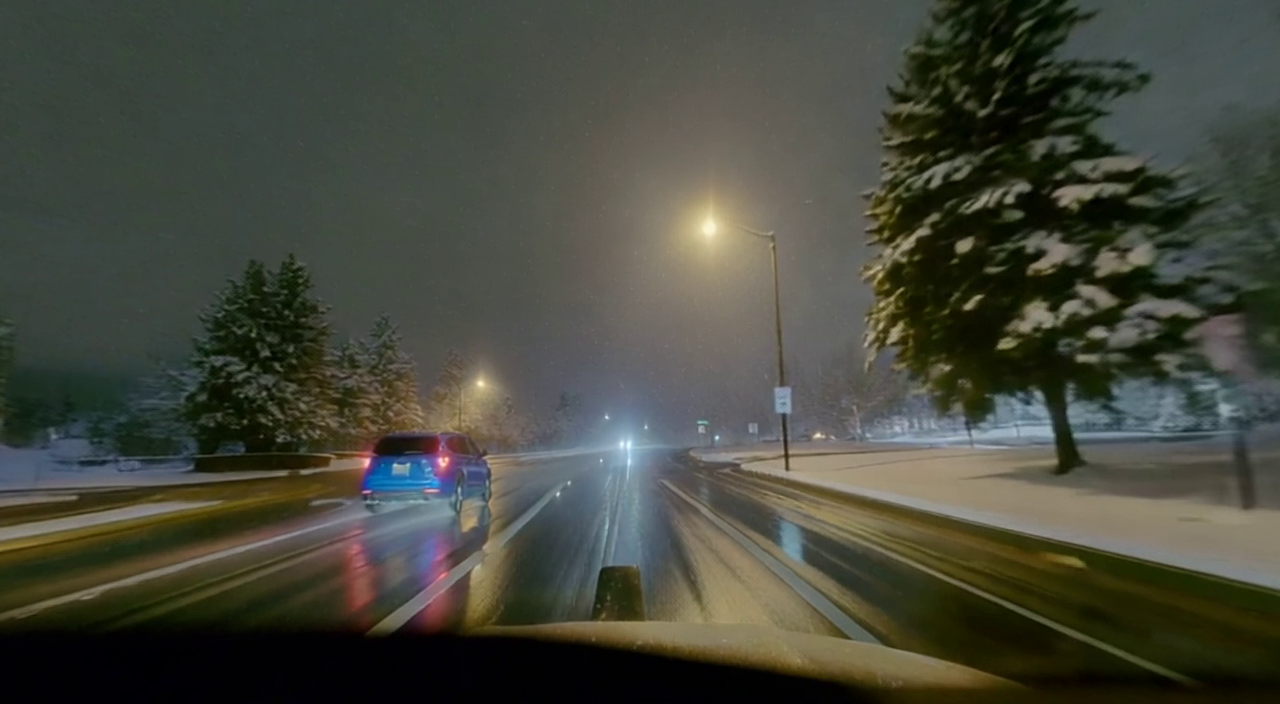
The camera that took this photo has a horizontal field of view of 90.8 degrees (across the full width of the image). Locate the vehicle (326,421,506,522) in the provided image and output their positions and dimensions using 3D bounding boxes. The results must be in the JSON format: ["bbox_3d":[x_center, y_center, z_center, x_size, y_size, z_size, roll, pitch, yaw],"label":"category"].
[{"bbox_3d":[-4.337,2.388,13.152,2.121,1.724,4.392,0,-9,0],"label":"vehicle"}]
